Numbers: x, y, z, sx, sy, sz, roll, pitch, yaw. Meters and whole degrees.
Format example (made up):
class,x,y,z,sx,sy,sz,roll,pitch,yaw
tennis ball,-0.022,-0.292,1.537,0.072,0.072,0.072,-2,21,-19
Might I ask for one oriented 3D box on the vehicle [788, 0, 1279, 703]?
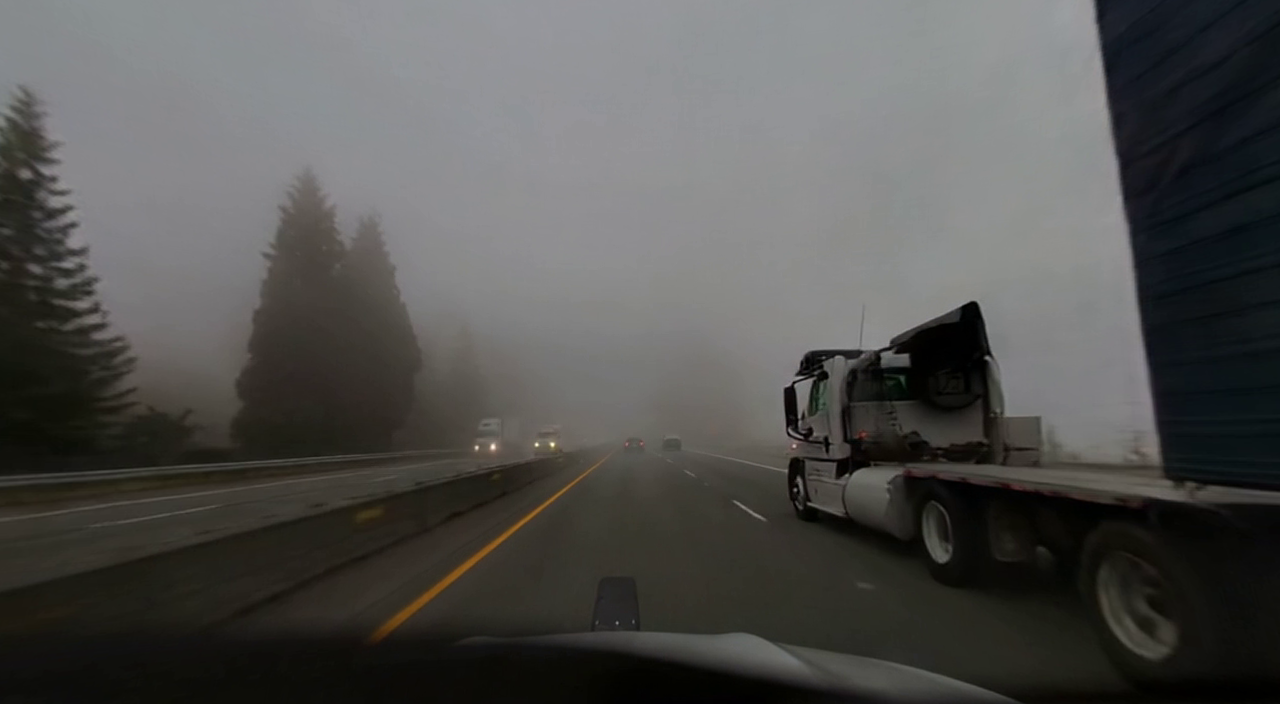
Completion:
class,x,y,z,sx,sy,sz,roll,pitch,yaw
vehicle,3.965,-0.307,2.689,3.038,3.975,13.887,0,-8,-1
